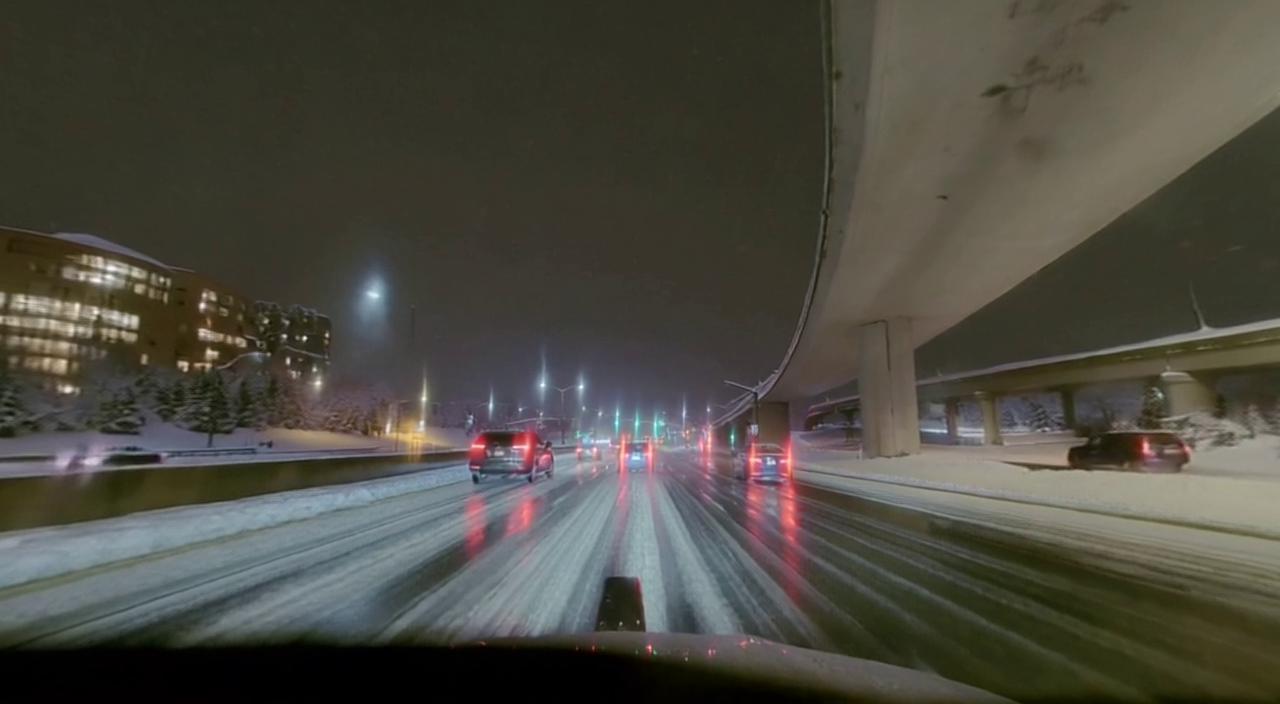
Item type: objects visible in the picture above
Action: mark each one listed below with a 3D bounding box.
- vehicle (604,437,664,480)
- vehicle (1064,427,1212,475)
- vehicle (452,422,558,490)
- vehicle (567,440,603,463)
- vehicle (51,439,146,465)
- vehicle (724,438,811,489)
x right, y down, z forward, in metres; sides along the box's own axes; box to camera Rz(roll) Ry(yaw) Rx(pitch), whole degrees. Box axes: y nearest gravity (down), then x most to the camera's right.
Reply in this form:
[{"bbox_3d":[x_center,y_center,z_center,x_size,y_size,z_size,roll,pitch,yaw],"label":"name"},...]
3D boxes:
[{"bbox_3d":[-0.187,4.037,24.135,2.089,1.493,3.964,0,-8,0],"label":"vehicle"},{"bbox_3d":[23.029,4.604,29.583,2.376,1.988,6.109,-1,-8,5],"label":"vehicle"},{"bbox_3d":[-4.018,3.198,19.646,2.142,1.819,4.648,0,-8,1],"label":"vehicle"},{"bbox_3d":[-3.615,6.614,42.046,1.868,1.431,4.055,0,-8,2],"label":"vehicle"},{"bbox_3d":[-33.849,6.280,39.547,1.783,1.521,4.566,0,-8,2],"label":"vehicle"},{"bbox_3d":[4.044,3.598,20.619,1.974,1.490,3.994,0,-8,-1],"label":"vehicle"}]
